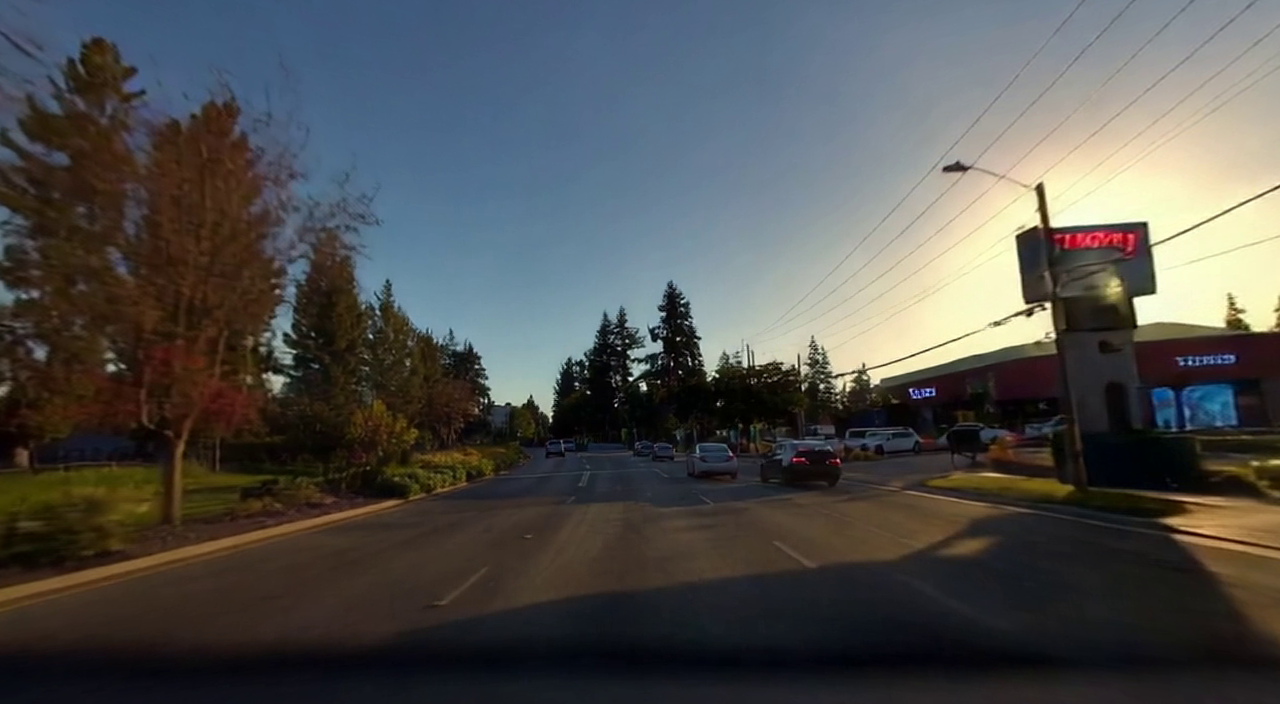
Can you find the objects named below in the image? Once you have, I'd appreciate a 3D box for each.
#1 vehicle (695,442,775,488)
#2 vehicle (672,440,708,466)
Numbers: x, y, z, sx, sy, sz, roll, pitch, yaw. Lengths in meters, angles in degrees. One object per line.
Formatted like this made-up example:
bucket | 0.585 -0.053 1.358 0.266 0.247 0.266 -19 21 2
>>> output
vehicle | 3.277 3.991 22.675 2.130 1.476 4.453 0 -8 -1
vehicle | 3.572 7.338 46.003 2.250 1.723 4.424 0 -8 0
